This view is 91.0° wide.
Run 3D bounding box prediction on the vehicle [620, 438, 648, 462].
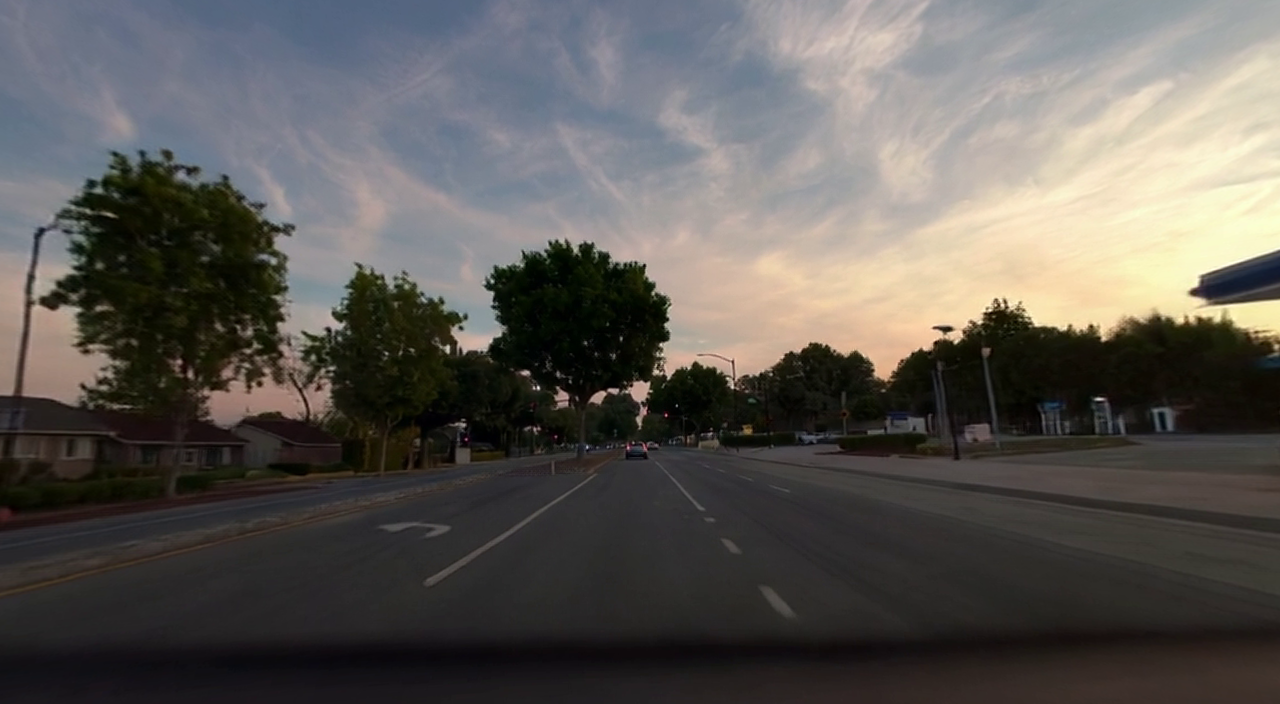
[{"bbox_3d":[-0.480,7.719,49.531,2.146,1.742,4.095,0,-9,-1],"label":"vehicle"}]
